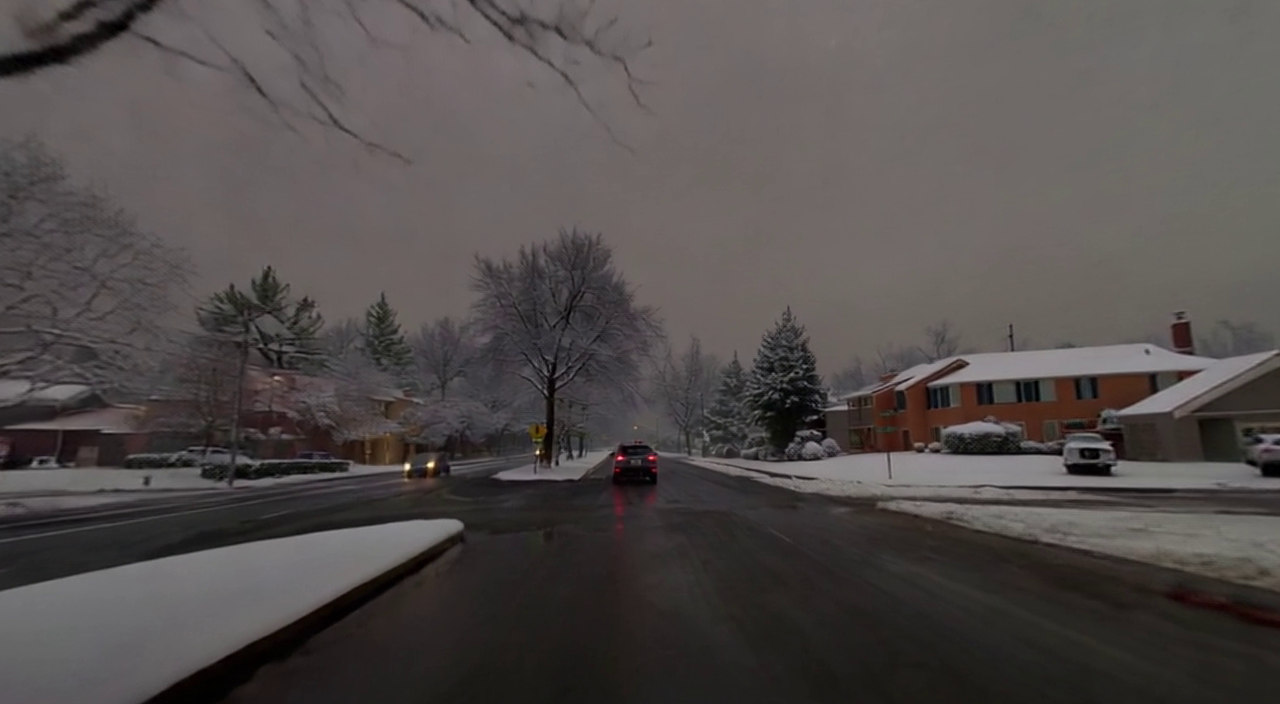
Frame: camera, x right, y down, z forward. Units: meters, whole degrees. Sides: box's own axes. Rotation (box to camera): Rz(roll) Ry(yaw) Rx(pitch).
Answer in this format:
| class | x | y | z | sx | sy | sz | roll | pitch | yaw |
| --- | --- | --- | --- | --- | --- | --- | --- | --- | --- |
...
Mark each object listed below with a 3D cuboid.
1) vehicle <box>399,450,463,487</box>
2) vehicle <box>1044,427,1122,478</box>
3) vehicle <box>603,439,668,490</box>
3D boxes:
| class | x | y | z | sx | sy | sz | roll | pitch | yaw |
| --- | --- | --- | --- | --- | --- | --- | --- | --- | --- |
| vehicle | -9.321 | 5.189 | 28.454 | 1.861 | 1.516 | 3.752 | 1 | -8 | -5 |
| vehicle | 17.568 | 3.923 | 24.956 | 2.128 | 1.771 | 4.721 | -6 | -10 | 38 |
| vehicle | -0.143 | 3.933 | 22.435 | 2.106 | 1.655 | 3.717 | 0 | -8 | 0 |
